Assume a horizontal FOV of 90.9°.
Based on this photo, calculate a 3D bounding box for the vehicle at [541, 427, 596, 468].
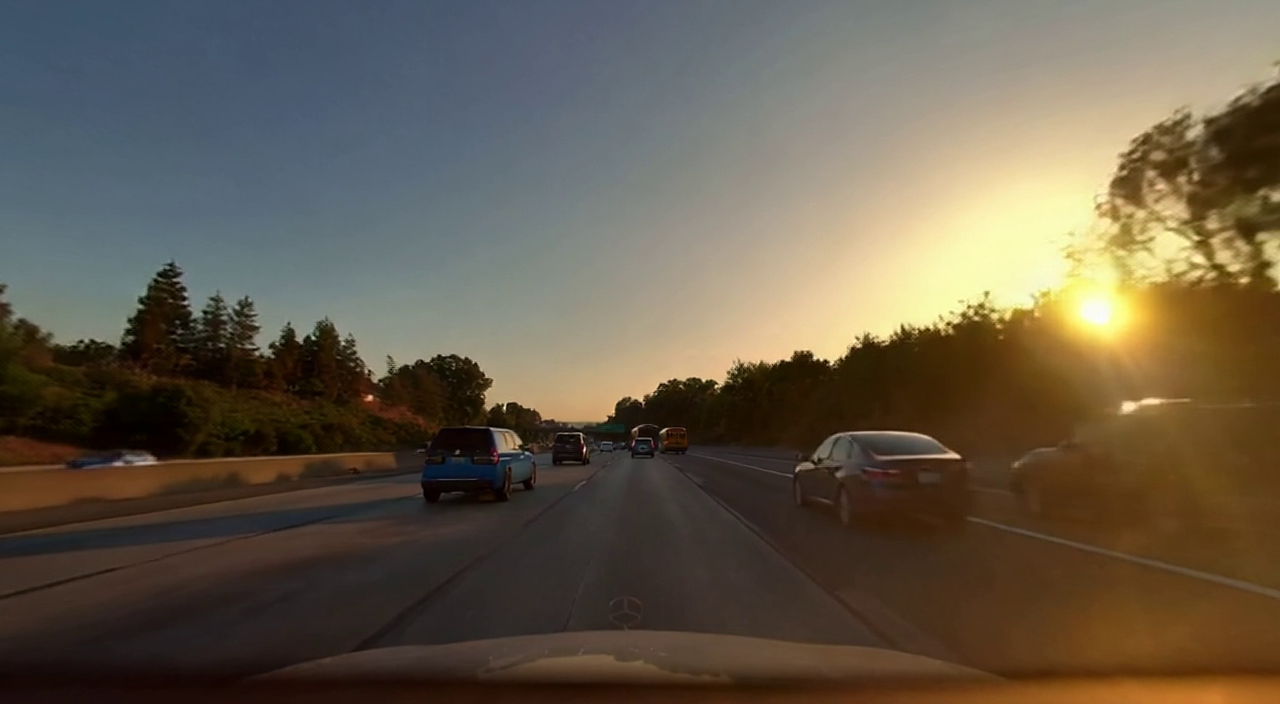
[{"bbox_3d":[-3.446,4.741,31.311,2.155,1.843,4.567,0,-8,0],"label":"vehicle"}]

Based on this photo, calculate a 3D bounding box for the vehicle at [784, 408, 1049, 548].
[{"bbox_3d":[3.864,1.854,9.976,2.050,1.661,4.636,0,-8,0],"label":"vehicle"}]

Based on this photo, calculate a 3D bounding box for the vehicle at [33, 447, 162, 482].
[{"bbox_3d":[-26.973,5.577,31.610,2.280,1.528,4.692,0,-8,0],"label":"vehicle"}]

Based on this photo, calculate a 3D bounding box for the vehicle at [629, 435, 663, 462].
[{"bbox_3d":[0.338,6.077,39.856,2.042,1.632,3.654,0,-8,0],"label":"vehicle"}]

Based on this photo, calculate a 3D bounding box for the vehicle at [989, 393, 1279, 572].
[{"bbox_3d":[7.674,1.699,8.988,2.191,1.807,5.692,0,-8,1],"label":"vehicle"}]

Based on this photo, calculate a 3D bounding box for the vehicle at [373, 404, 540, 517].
[{"bbox_3d":[-3.489,2.177,13.034,2.016,1.898,4.458,-1,-8,1],"label":"vehicle"}]
